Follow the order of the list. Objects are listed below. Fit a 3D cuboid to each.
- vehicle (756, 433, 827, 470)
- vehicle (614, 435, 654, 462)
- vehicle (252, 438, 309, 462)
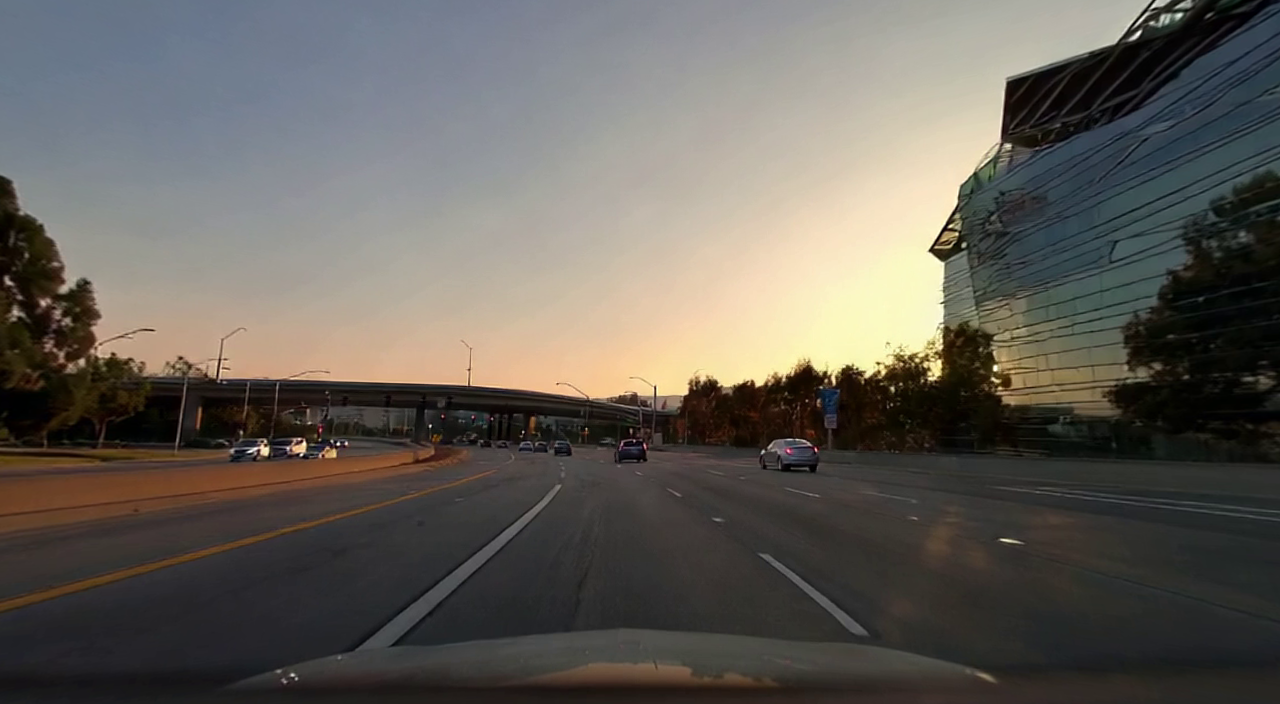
[{"bbox_3d":[7.629,5.062,32.356,2.130,1.741,4.665,1,-8,-5],"label":"vehicle"},{"bbox_3d":[-0.447,6.536,42.720,2.024,1.724,3.928,1,-9,-10],"label":"vehicle"},{"bbox_3d":[-24.454,6.693,43.097,1.910,1.510,4.324,1,-9,-9],"label":"vehicle"}]
